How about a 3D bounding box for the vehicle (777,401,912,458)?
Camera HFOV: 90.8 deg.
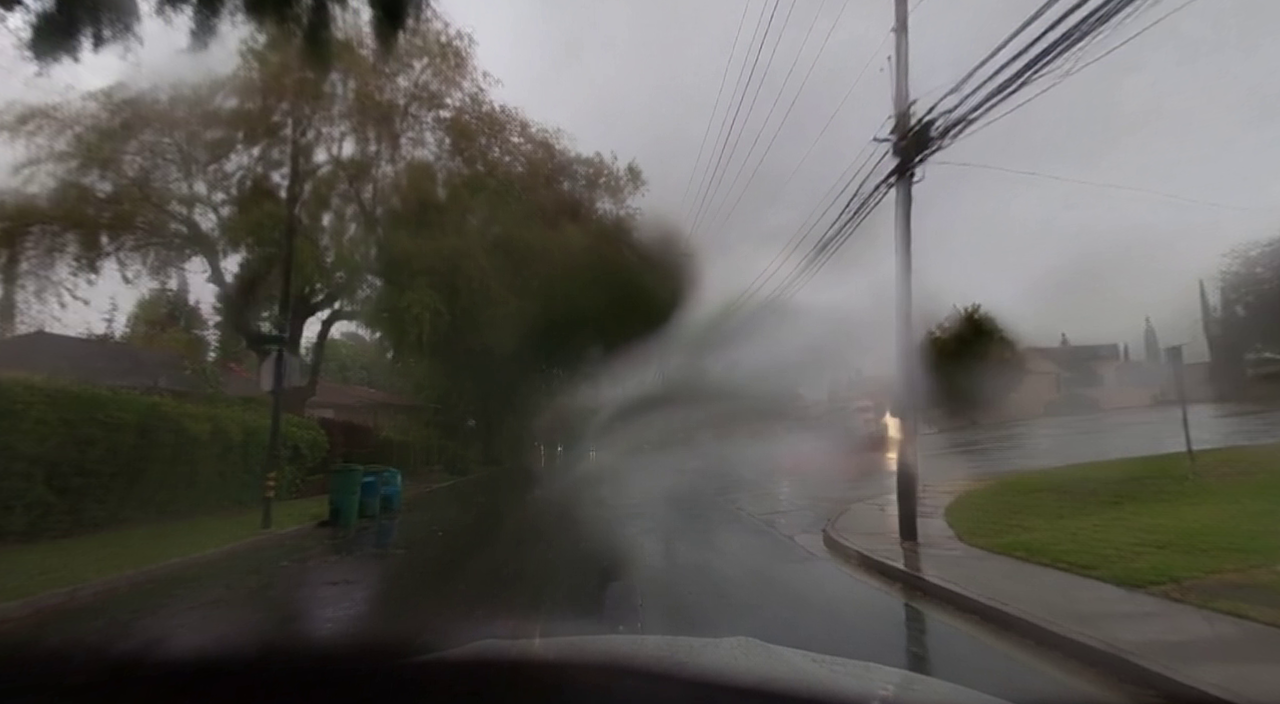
[{"bbox_3d":[7.784,2.989,24.065,4.780,1.984,1.896,4,-9,-24],"label":"vehicle"}]
